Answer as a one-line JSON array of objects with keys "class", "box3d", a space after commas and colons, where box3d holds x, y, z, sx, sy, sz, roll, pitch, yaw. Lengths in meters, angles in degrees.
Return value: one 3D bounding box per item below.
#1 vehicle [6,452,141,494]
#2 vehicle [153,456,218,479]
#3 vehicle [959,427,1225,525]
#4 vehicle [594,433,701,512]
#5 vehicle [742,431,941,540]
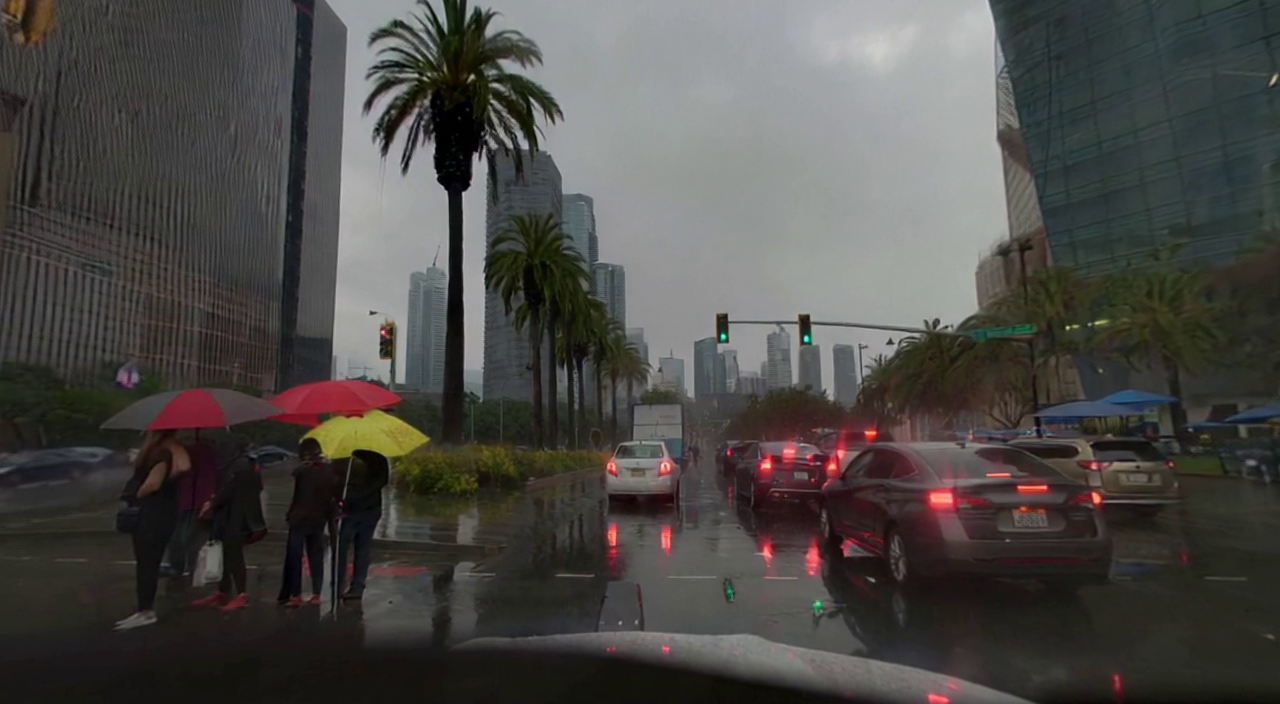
[{"class": "vehicle", "box3d": [-26.707, 5.671, 29.949, 2.105, 1.793, 4.812, 0, -9, -4]}, {"class": "vehicle", "box3d": [-33.569, 8.503, 46.612, 1.773, 1.491, 4.385, 1, -9, -5]}, {"class": "vehicle", "box3d": [8.182, 2.261, 12.036, 1.859, 1.508, 4.259, 0, -9, -1]}, {"class": "vehicle", "box3d": [0.172, 2.594, 13.954, 2.048, 1.503, 3.681, 0, -8, 1]}, {"class": "vehicle", "box3d": [3.107, 2.154, 10.829, 1.913, 1.469, 4.425, 0, -8, -1]}]
